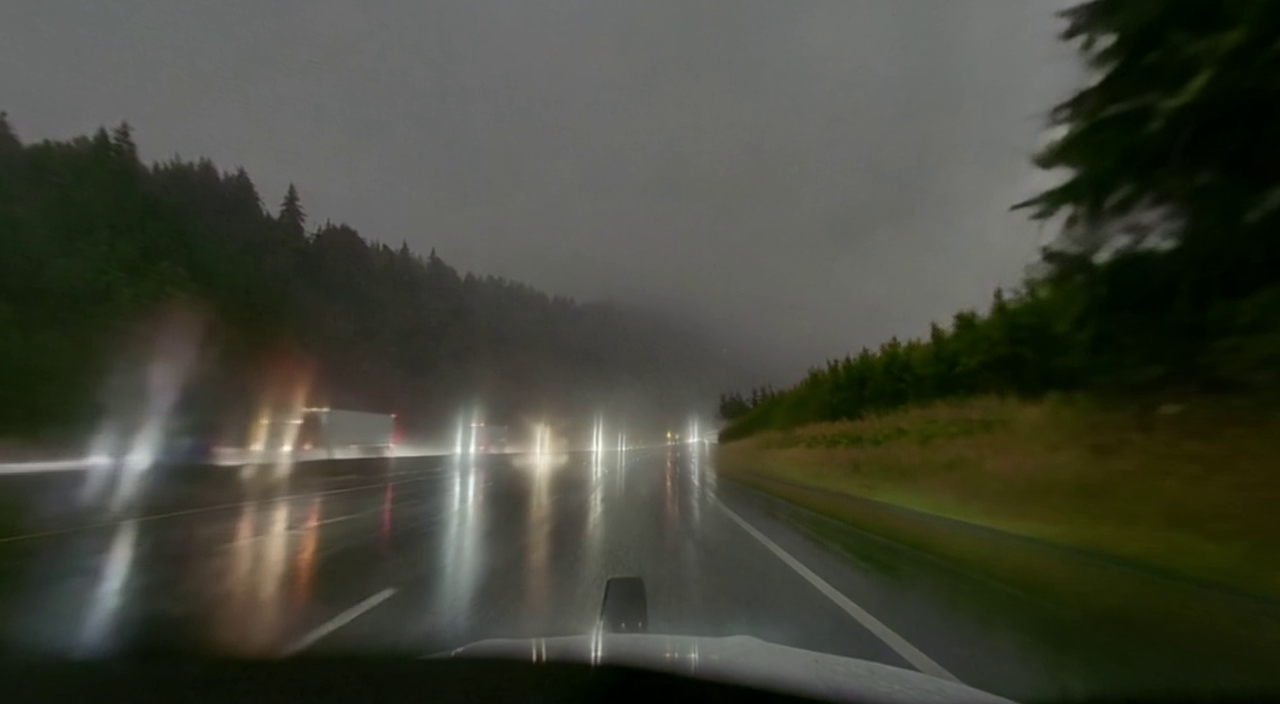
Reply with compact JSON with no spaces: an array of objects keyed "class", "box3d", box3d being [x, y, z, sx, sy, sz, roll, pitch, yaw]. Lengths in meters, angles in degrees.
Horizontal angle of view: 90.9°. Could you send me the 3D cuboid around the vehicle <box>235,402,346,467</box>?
[{"class":"vehicle","box3d":[-22.843,5.531,41.731,2.953,3.915,7.157,0,-9,1]}]
